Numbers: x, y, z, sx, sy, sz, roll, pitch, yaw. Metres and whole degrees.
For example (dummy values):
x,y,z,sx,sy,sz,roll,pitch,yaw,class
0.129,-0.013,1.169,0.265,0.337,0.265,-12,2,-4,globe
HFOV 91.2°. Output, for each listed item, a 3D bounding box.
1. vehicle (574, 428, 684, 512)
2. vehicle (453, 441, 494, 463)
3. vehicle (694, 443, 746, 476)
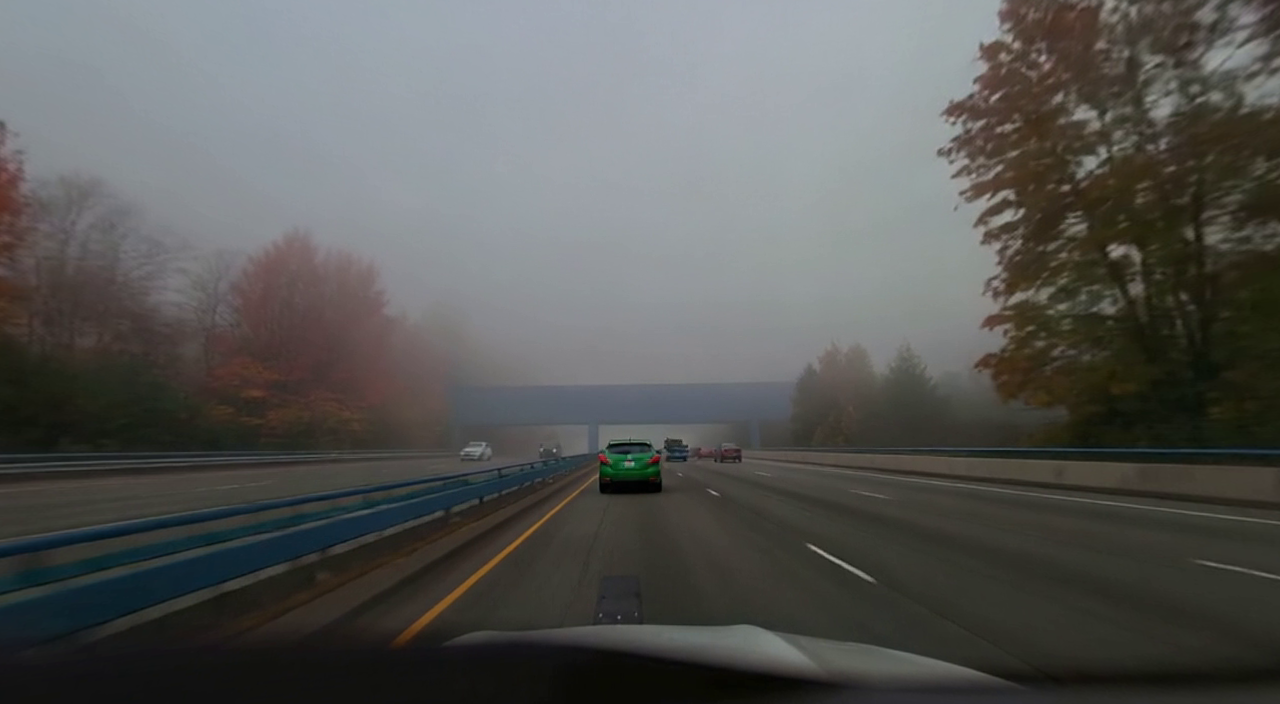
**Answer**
x,y,z,sx,sy,sz,roll,pitch,yaw,class
-0.254,2.751,15.062,2.259,1.699,4.015,0,-9,-1,vehicle
-12.571,7.570,47.549,1.938,1.516,4.282,0,-9,0,vehicle
3.895,5.285,31.107,1.894,1.487,3.751,0,-9,-2,vehicle
